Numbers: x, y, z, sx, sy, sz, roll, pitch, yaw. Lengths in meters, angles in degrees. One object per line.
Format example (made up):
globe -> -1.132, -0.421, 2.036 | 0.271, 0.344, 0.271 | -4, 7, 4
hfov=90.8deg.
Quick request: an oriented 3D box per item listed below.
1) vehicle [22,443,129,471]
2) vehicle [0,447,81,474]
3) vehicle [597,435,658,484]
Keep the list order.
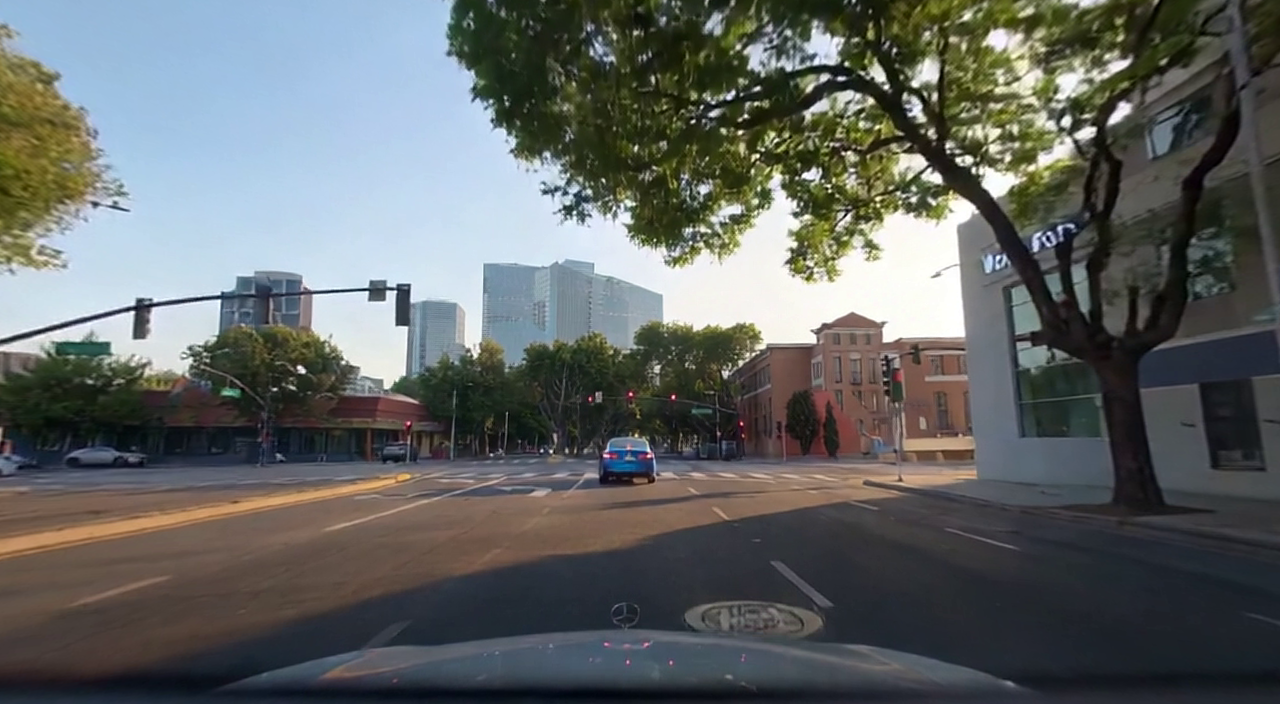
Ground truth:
vehicle -> -36.476, 6.805, 40.926 | 4.912, 1.731, 2.022 | 0, -9, -1
vehicle -> -36.939, 6.472, 37.776 | 4.891, 1.591, 2.067 | 0, -9, -2
vehicle -> -0.452, 3.934, 23.287 | 2.066, 1.618, 3.922 | 0, -9, -1
